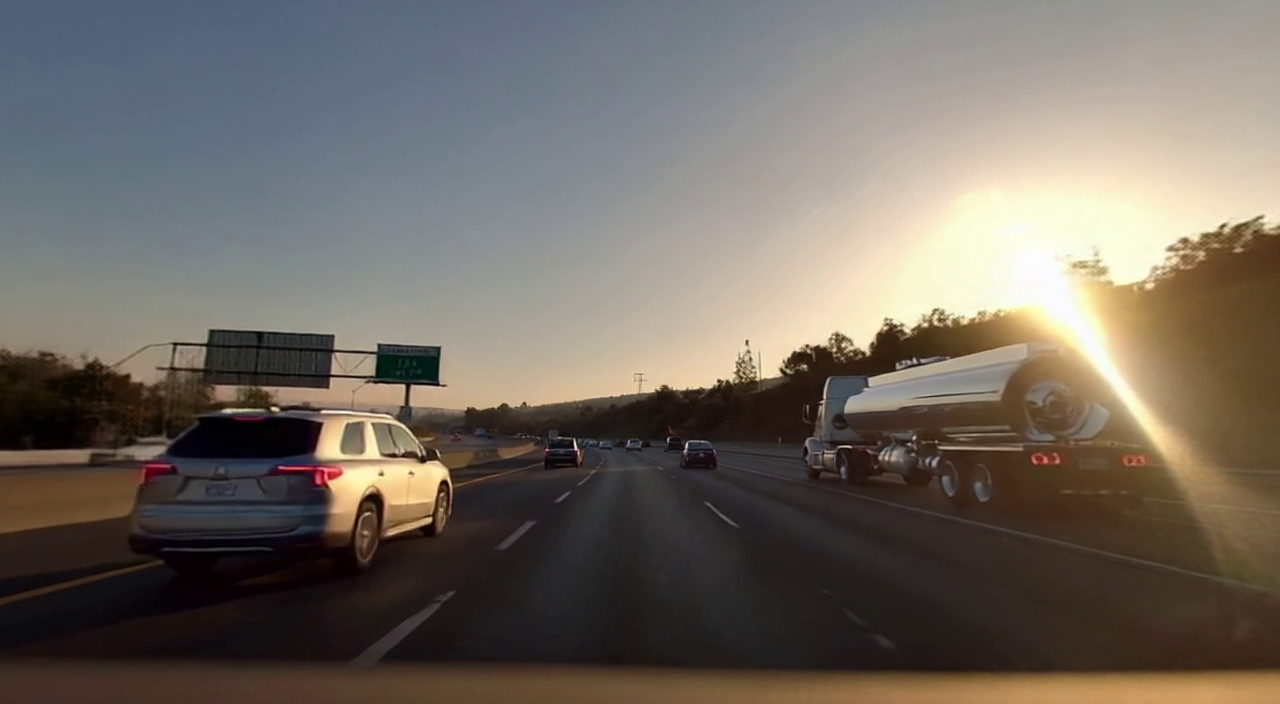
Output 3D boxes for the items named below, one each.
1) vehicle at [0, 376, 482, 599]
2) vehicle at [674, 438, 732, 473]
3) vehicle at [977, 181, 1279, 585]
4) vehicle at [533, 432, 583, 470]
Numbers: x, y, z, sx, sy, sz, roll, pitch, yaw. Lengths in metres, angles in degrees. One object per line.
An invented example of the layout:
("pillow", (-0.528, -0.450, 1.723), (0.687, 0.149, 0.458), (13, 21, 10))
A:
("vehicle", (-4.138, 1.548, 8.194), (2.684, 1.839, 5.803), (0, -8, 0))
("vehicle", (2.900, 4.895, 29.994), (2.053, 1.510, 4.400), (0, -8, -3))
("vehicle", (7.490, 0.257, 5.509), (3.554, 3.573, 10.307), (0, -8, 1))
("vehicle", (-4.176, 5.131, 32.853), (2.149, 1.843, 4.348), (0, -8, -2))
